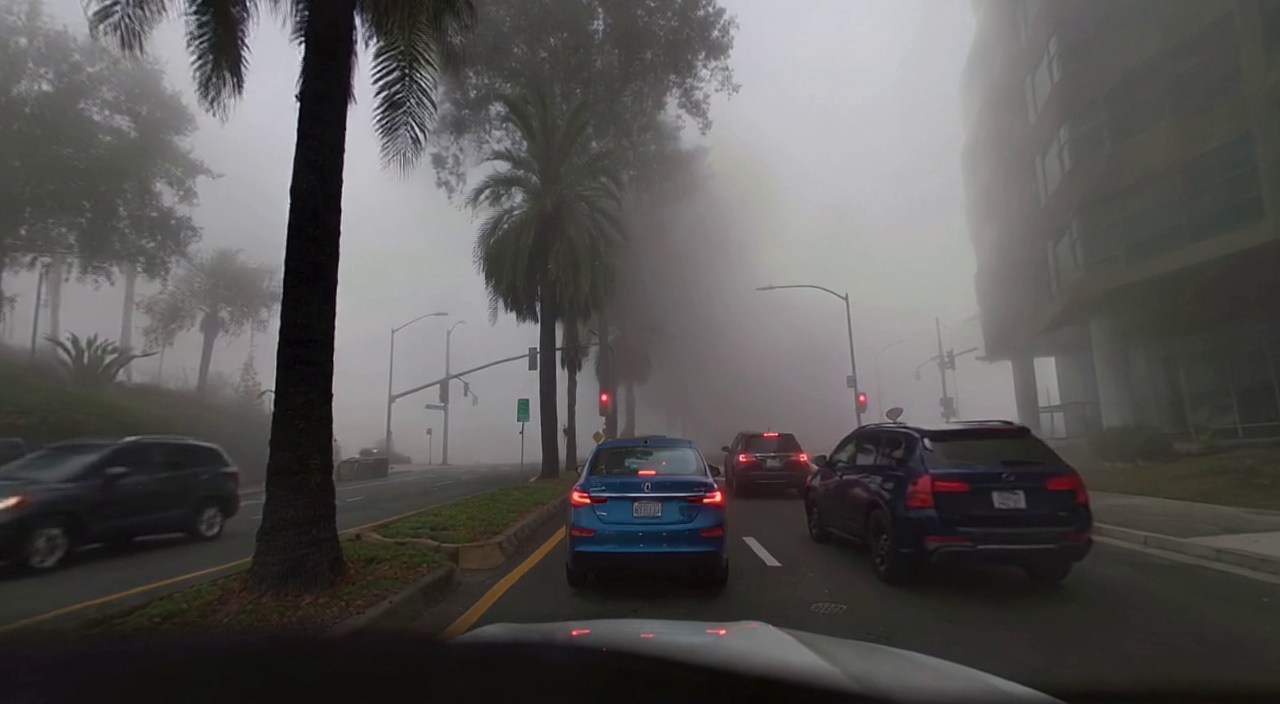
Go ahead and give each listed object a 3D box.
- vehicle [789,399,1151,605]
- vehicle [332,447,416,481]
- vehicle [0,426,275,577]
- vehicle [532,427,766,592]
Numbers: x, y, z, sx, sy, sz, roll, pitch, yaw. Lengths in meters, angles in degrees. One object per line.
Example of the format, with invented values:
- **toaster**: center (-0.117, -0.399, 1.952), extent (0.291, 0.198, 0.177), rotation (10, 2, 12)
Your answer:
- **vehicle**: center (3.316, 1.589, 7.581), extent (2.003, 1.733, 4.319), rotation (0, -8, 1)
- **vehicle**: center (-13.202, 5.555, 31.710), extent (1.965, 1.507, 4.725), rotation (-1, -8, 2)
- **vehicle**: center (-7.931, 2.033, 9.442), extent (2.053, 1.693, 4.198), rotation (-1, -8, 7)
- **vehicle**: center (0.122, 1.714, 7.716), extent (2.088, 1.452, 3.993), rotation (-1, -8, 1)
